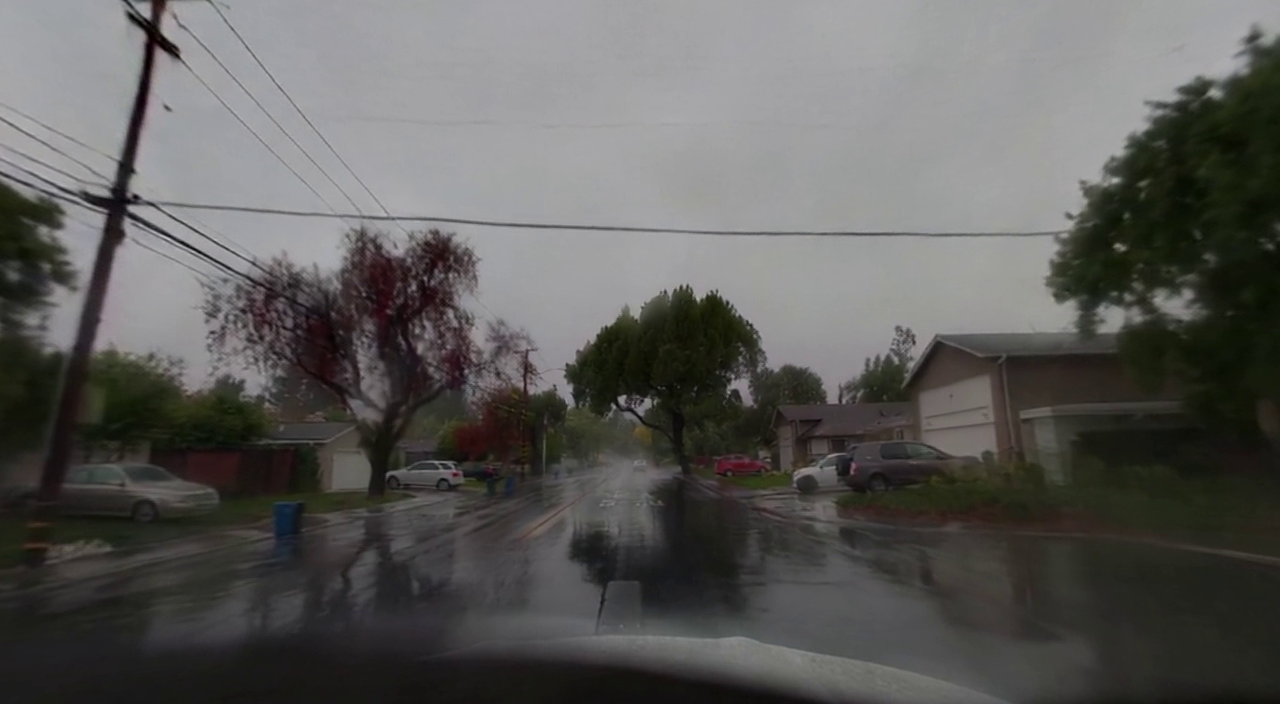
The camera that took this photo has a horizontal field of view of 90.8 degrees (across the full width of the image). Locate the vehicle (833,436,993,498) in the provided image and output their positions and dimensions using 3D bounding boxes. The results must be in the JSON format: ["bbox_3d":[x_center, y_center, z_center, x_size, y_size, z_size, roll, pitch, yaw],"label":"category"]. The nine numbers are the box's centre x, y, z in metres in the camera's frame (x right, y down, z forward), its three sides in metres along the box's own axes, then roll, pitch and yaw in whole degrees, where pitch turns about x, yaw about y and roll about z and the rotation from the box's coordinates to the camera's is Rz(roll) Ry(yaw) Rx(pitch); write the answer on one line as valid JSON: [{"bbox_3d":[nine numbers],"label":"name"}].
[{"bbox_3d":[9.282,3.909,21.748,4.557,2.012,1.917,0,-8,-3],"label":"vehicle"}]

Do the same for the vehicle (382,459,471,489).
[{"bbox_3d":[-11.992,6.845,35.665,4.243,1.598,2.003,0,-9,3],"label":"vehicle"}]

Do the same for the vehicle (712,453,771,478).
[{"bbox_3d":[7.383,8.258,46.178,3.846,1.725,1.920,1,-8,-4],"label":"vehicle"}]
